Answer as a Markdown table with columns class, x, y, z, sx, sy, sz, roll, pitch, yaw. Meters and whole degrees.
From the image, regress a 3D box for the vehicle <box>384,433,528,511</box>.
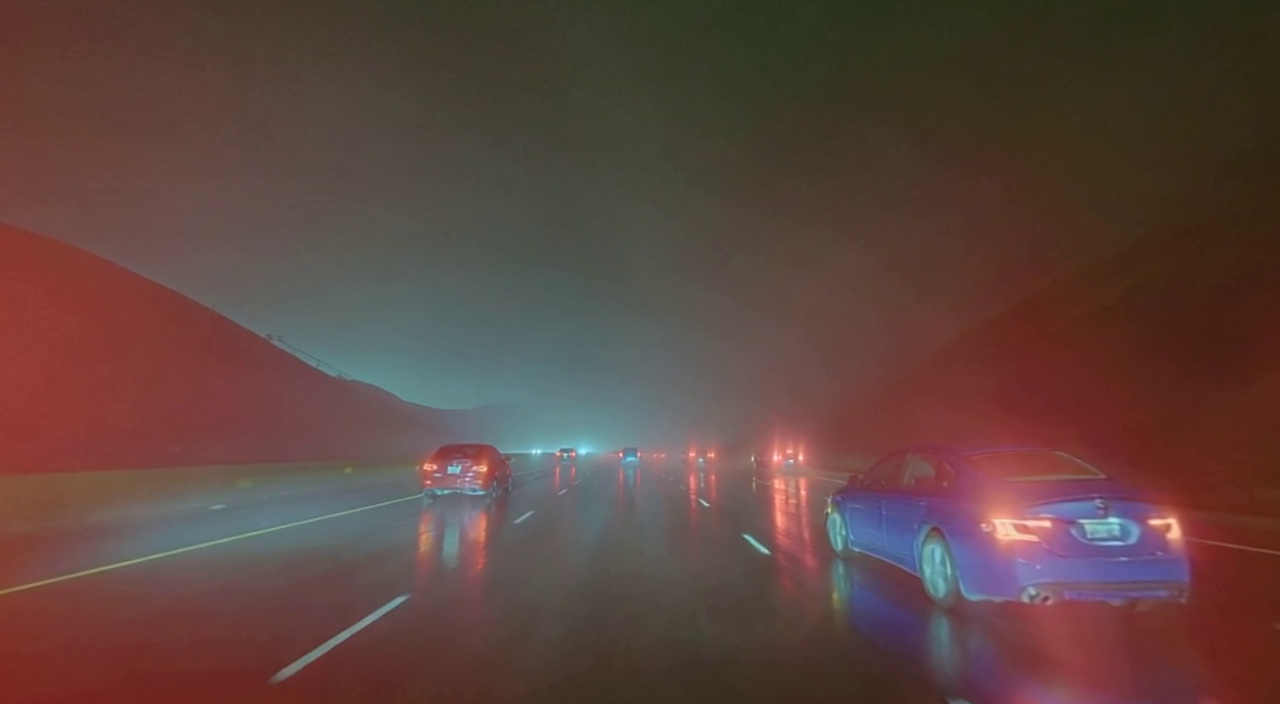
| class | x | y | z | sx | sy | sz | roll | pitch | yaw |
| --- | --- | --- | --- | --- | --- | --- | --- | --- | --- |
| vehicle | -3.971 | 2.669 | 14.439 | 1.993 | 1.500 | 4.248 | 0 | -9 | 0 |

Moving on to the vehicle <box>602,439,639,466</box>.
| class | x | y | z | sx | sy | sz | roll | pitch | yaw |
| --- | --- | --- | --- | --- | --- | --- | --- | --- | --- |
| vehicle | -1.202 | 6.310 | 39.609 | 2.147 | 1.572 | 4.094 | 0 | -9 | -1 |

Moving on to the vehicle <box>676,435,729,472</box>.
| class | x | y | z | sx | sy | sz | roll | pitch | yaw |
| --- | --- | --- | --- | --- | --- | --- | --- | --- | --- |
| vehicle | 3.238 | 5.407 | 33.631 | 2.222 | 1.820 | 4.733 | 1 | -9 | -1 |

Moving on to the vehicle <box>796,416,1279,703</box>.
| class | x | y | z | sx | sy | sz | roll | pitch | yaw |
| --- | --- | --- | --- | --- | --- | --- | --- | --- | --- |
| vehicle | 3.080 | 1.468 | 5.746 | 2.136 | 1.511 | 4.706 | 0 | -9 | 1 |

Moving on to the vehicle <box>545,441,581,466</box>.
| class | x | y | z | sx | sy | sz | roll | pitch | yaw |
| --- | --- | --- | --- | --- | --- | --- | --- | --- | --- |
| vehicle | -4.846 | 6.429 | 39.967 | 1.796 | 1.464 | 3.839 | 0 | -9 | -1 |
